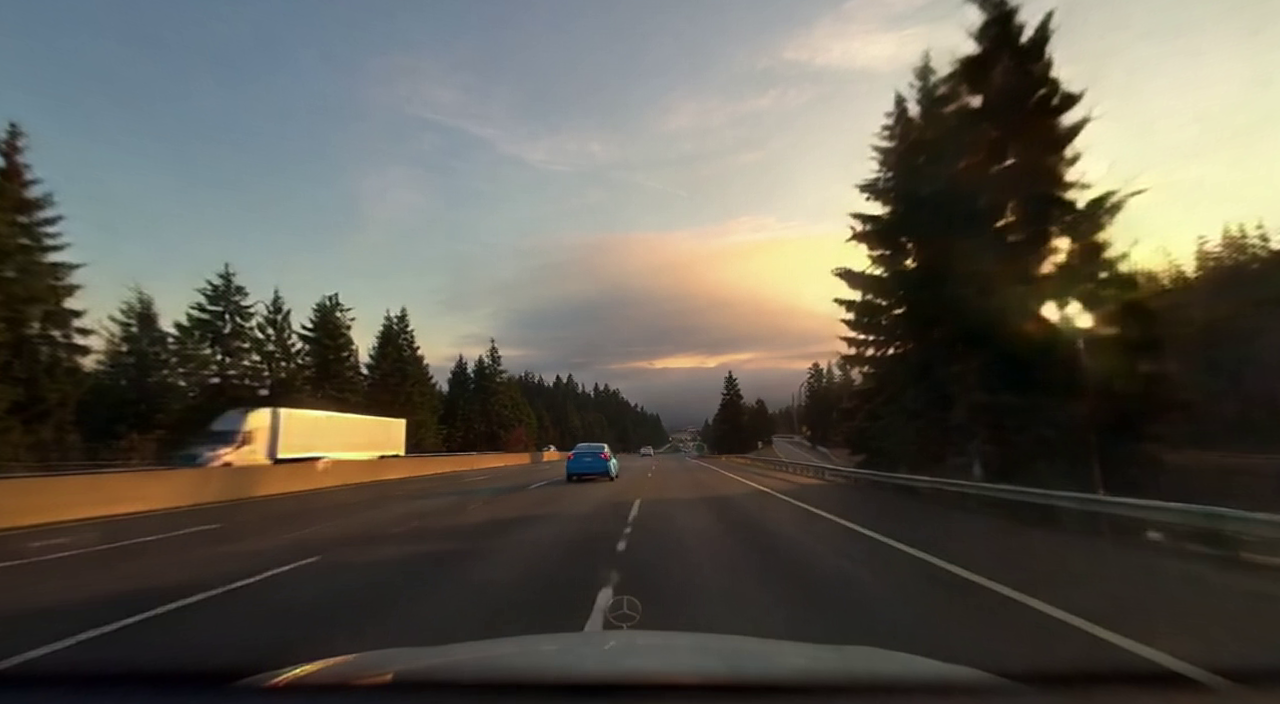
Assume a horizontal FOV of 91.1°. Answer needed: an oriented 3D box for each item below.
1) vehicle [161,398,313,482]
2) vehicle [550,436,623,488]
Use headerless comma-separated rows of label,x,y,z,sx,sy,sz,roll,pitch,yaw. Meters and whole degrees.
vehicle,-22.522,5.028,35.845,3.005,4.234,8.022,-1,-8,2
vehicle,-1.813,3.941,22.900,2.133,1.686,4.203,-1,-8,2
